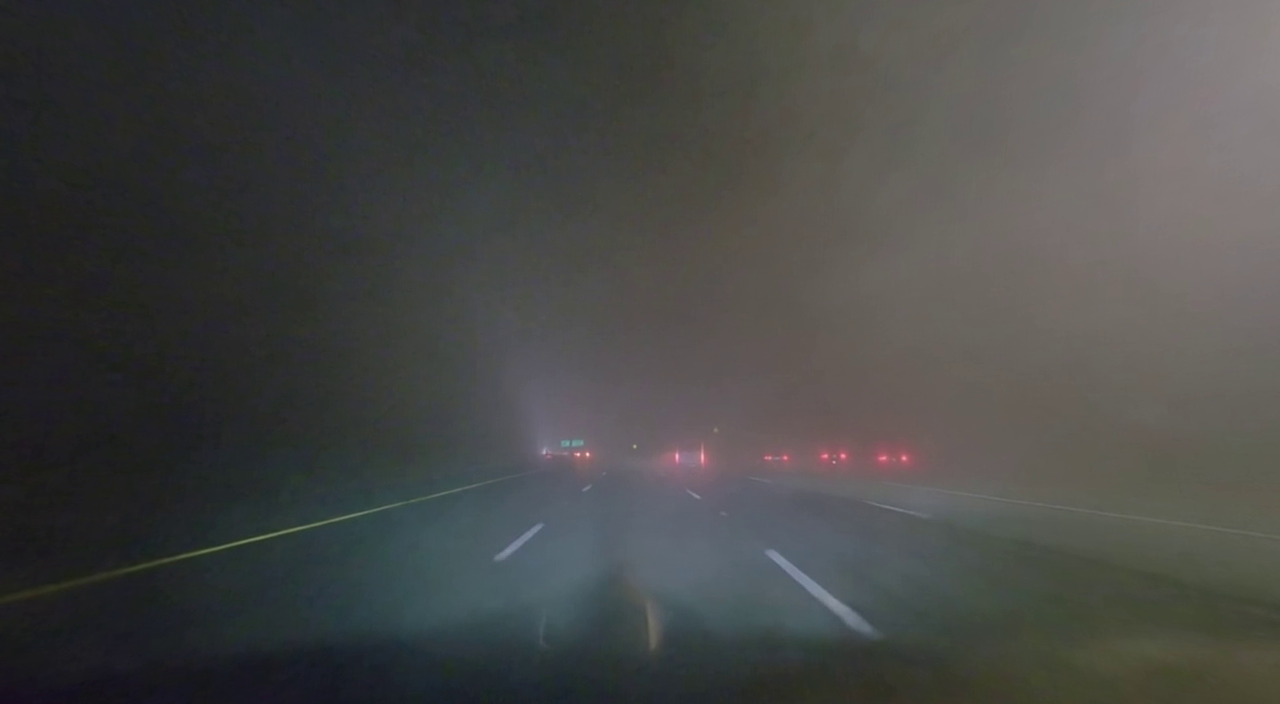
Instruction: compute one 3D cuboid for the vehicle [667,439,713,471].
[{"bbox_3d":[3.035,6.406,39.087,2.233,1.861,4.494,1,-9,-3],"label":"vehicle"}]
